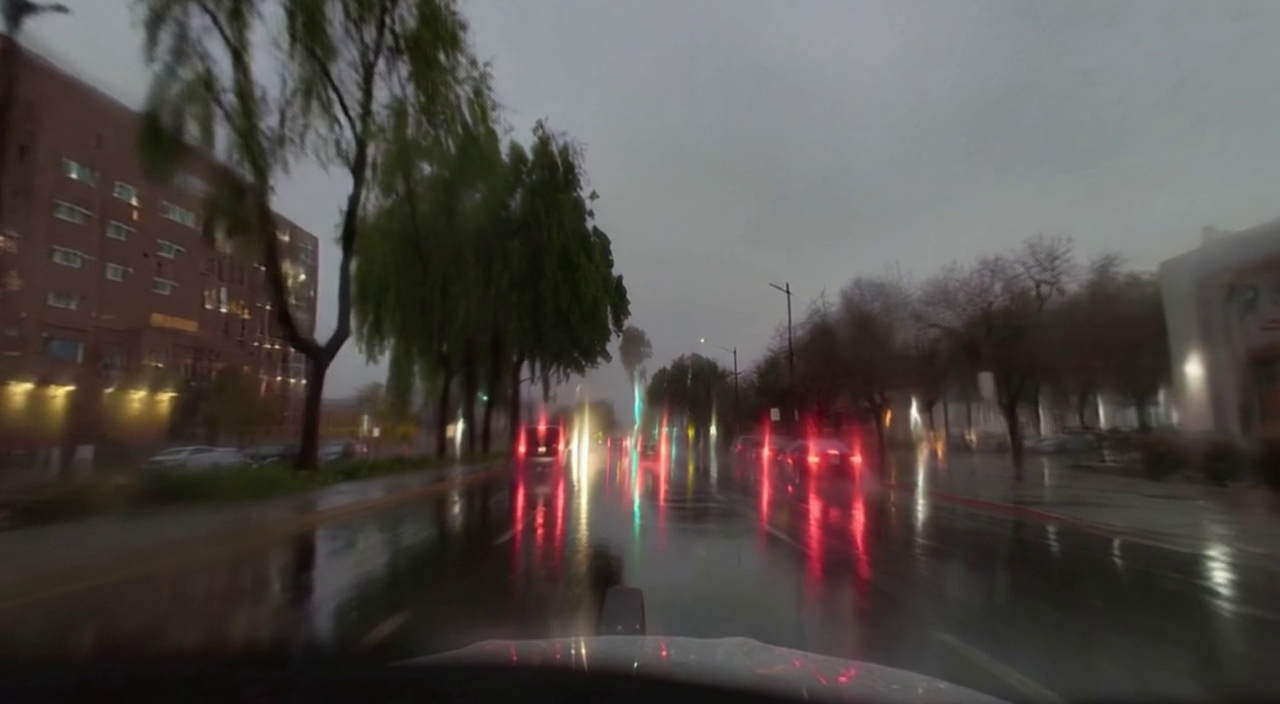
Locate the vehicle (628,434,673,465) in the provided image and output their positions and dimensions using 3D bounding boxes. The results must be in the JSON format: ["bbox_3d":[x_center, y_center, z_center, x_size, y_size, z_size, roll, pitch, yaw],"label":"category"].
[{"bbox_3d":[0.528,5.445,35.381,2.201,1.589,3.843,0,-8,-4],"label":"vehicle"}]

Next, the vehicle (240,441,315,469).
[{"bbox_3d":[-22.421,6.363,39.314,1.910,1.632,4.624,0,-8,0],"label":"vehicle"}]

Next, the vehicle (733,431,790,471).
[{"bbox_3d":[6.251,5.131,32.955,1.997,1.943,4.409,0,-8,-1],"label":"vehicle"}]

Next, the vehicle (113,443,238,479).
[{"bbox_3d":[-22.148,5.181,30.455,2.111,1.554,5.163,0,-8,0],"label":"vehicle"}]

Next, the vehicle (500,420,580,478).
[{"bbox_3d":[-3.658,3.689,24.163,2.223,1.957,4.845,0,-8,0],"label":"vehicle"}]

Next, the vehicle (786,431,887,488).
[{"bbox_3d":[6.536,3.621,21.562,2.164,1.727,3.955,0,-8,0],"label":"vehicle"}]
